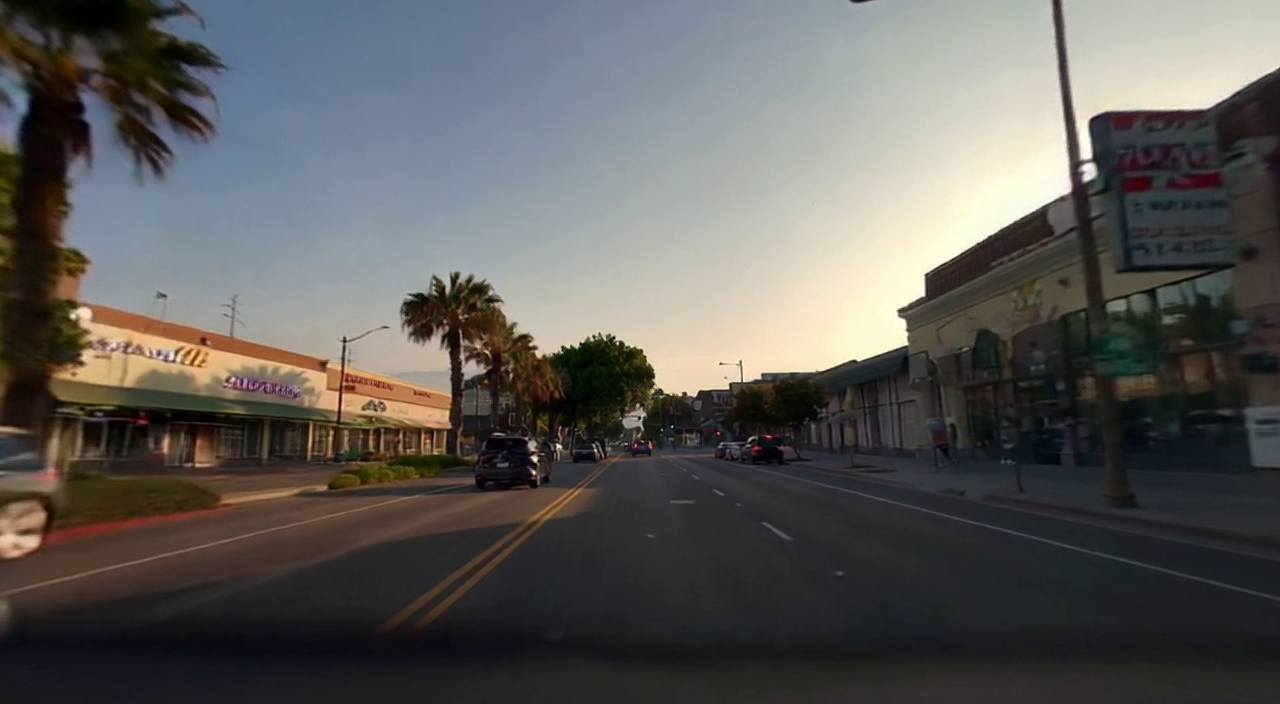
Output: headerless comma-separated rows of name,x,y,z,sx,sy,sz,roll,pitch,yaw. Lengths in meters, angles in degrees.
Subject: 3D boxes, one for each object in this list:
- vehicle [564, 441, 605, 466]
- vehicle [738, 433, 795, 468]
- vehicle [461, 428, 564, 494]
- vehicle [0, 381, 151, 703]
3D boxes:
vehicle,-3.342,6.227,38.831,2.044,1.462,4.624,0,-9,1
vehicle,7.593,5.995,38.537,2.256,1.936,5.838,0,-9,0
vehicle,-3.474,3.077,18.036,2.024,1.636,4.121,0,-9,1
vehicle,-3.598,0.648,1.012,2.032,1.511,4.424,0,-9,0
